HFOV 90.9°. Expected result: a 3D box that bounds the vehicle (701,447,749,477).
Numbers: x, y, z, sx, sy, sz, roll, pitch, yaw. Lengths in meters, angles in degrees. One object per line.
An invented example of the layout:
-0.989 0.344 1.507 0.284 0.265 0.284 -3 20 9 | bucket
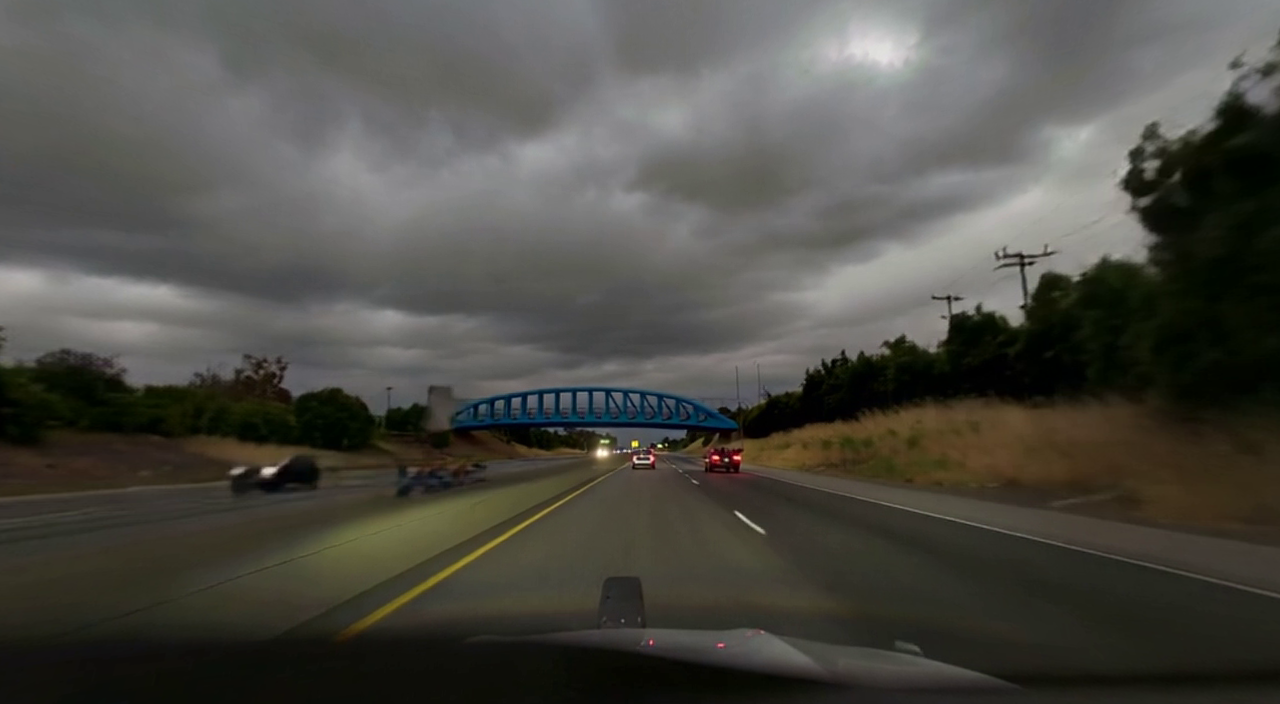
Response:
4.614 6.069 35.037 1.988 1.505 4.958 0 -9 0 | vehicle

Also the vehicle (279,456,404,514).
-8.634 3.840 18.607 1.840 1.482 3.574 0 -9 1 | vehicle

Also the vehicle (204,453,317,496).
-15.115 4.886 25.429 1.874 1.535 4.265 0 -9 0 | vehicle

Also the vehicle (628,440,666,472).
0.513 6.909 42.053 2.369 1.948 5.343 0 -9 2 | vehicle
